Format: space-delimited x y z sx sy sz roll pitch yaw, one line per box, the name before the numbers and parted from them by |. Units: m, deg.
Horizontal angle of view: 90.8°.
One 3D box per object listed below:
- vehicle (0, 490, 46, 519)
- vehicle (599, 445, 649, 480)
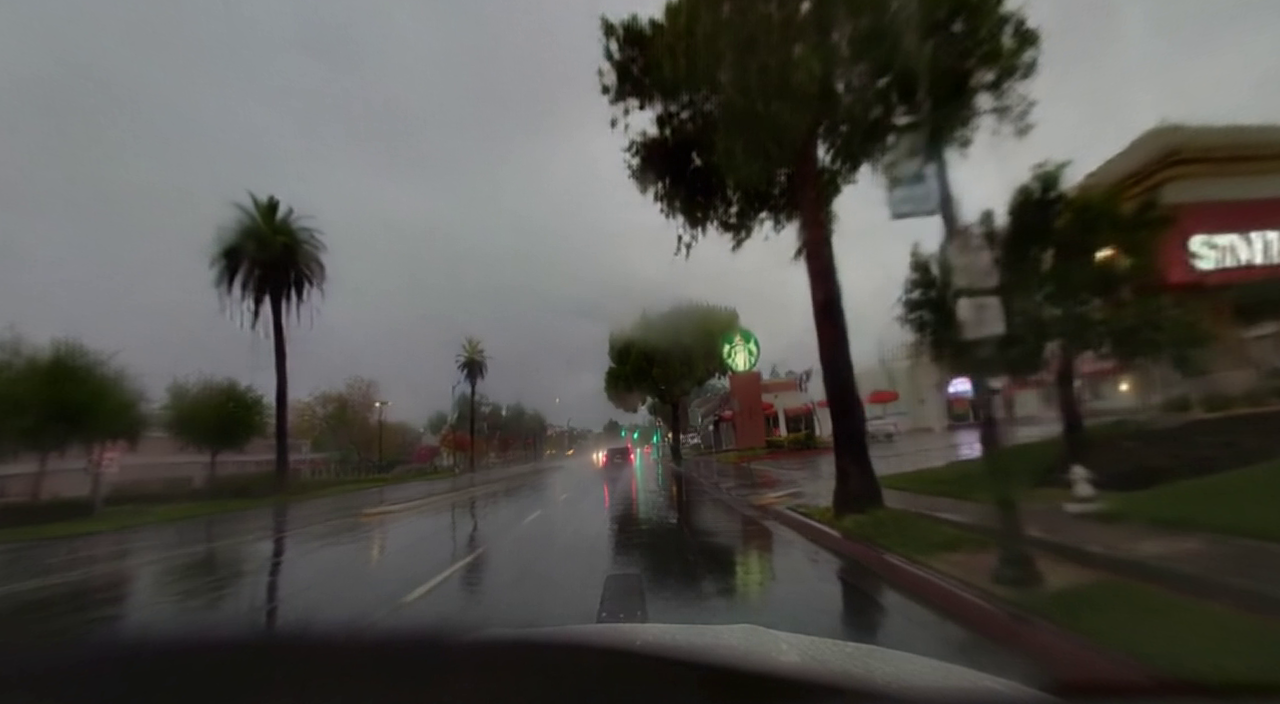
vehicle | -43.491 10.631 44.158 2.106 1.639 4.127 6 -10 -34
vehicle | -0.691 5.107 29.503 2.156 1.462 4.495 0 -8 0
